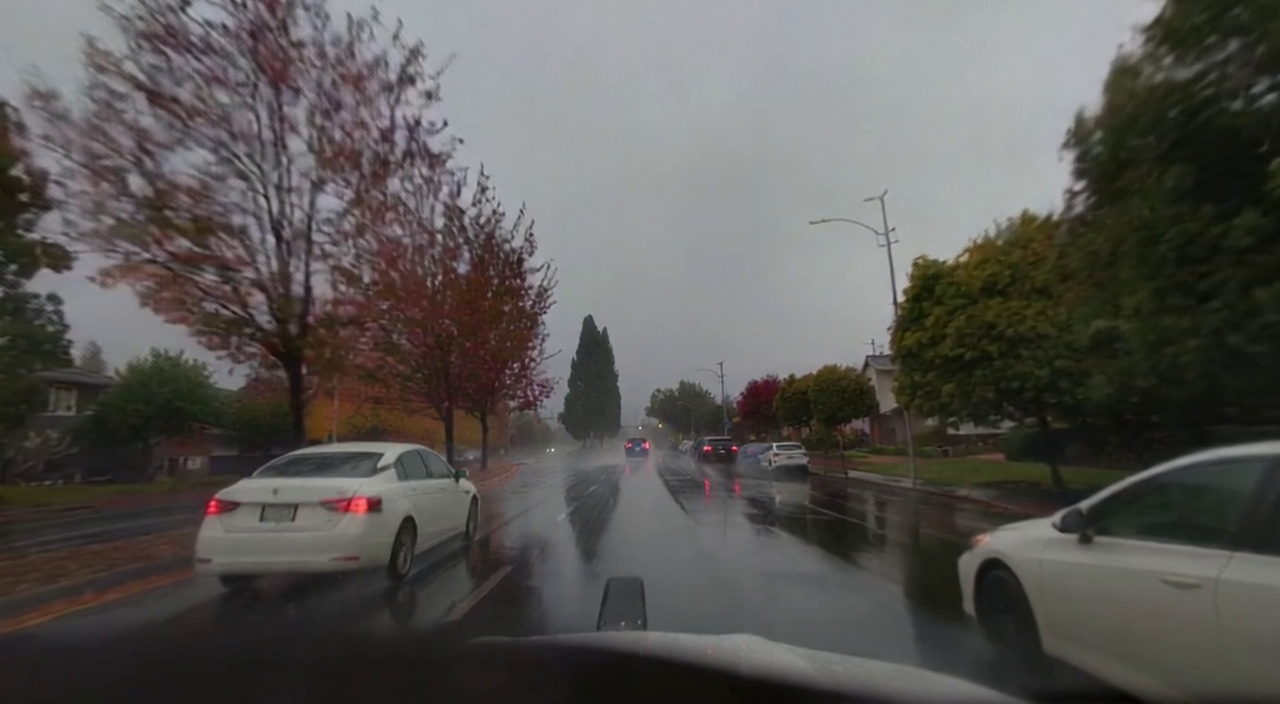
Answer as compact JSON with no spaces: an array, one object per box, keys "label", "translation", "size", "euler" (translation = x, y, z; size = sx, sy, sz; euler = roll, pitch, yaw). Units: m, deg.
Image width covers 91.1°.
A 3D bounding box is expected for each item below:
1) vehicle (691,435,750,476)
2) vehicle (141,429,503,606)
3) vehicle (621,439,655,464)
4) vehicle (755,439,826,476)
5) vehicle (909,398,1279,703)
[{"label":"vehicle","translation":[3.575,4.682,28.706],"size":[2.019,1.675,4.488],"euler":[0,-8,-1]},{"label":"vehicle","translation":[-3.205,1.736,7.664],"size":[1.997,1.479,4.547],"euler":[0,-8,1]},{"label":"vehicle","translation":[-0.144,7.052,44.834],"size":[2.293,1.662,4.262],"euler":[0,-8,0]},{"label":"vehicle","translation":[7.103,5.023,30.195],"size":[2.114,1.628,4.932],"euler":[0,-8,-1]},{"label":"vehicle","translation":[3.206,0.990,2.757],"size":[2.060,1.474,4.475],"euler":[0,-8,0]}]
